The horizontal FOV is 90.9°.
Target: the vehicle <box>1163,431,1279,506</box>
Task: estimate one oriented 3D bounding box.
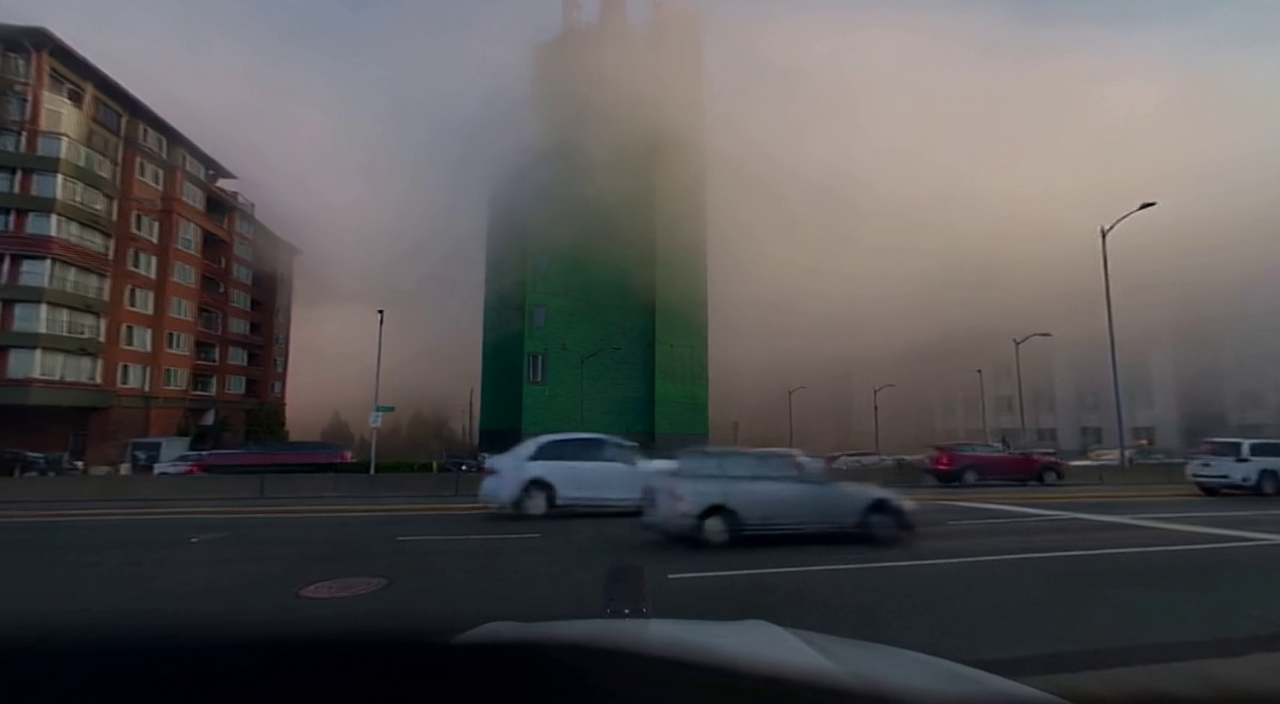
[{"bbox_3d":[15.817,2.885,15.870,4.011,1.697,1.857,2,-9,-13],"label":"vehicle"}]

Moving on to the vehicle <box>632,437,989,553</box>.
[{"bbox_3d":[2.381,2.023,9.457,4.710,1.444,2.041,2,-9,-11],"label":"vehicle"}]

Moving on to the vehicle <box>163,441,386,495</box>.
[{"bbox_3d":[-10.666,3.423,18.818,5.371,1.488,1.763,2,-9,-10],"label":"vehicle"}]

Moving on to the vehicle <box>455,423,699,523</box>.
[{"bbox_3d":[-1.233,2.271,12.173,4.284,1.692,2.031,2,-9,-11],"label":"vehicle"}]

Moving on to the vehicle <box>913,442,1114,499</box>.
[{"bbox_3d":[10.530,3.301,17.891,4.795,1.465,1.882,2,-9,-12],"label":"vehicle"}]
